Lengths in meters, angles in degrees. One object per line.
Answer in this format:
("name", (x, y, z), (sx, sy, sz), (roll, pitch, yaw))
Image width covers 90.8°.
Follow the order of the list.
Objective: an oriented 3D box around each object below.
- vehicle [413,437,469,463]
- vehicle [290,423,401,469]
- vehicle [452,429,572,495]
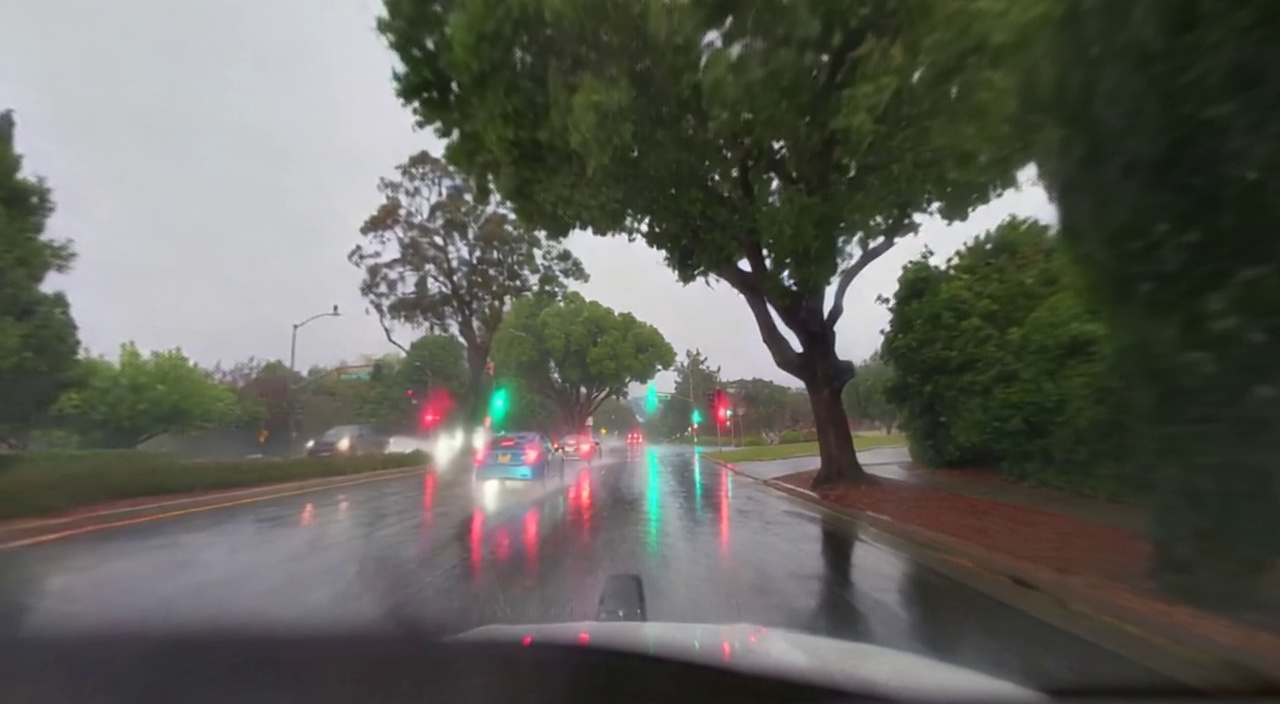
("vehicle", (-12.158, 5.996, 38.865), (1.966, 1.496, 4.470), (0, -8, 1))
("vehicle", (-16.000, 5.199, 34.970), (2.734, 2.261, 6.993), (0, -8, 1))
("vehicle", (-3.188, 2.856, 16.819), (2.038, 1.486, 4.678), (0, -8, 2))
